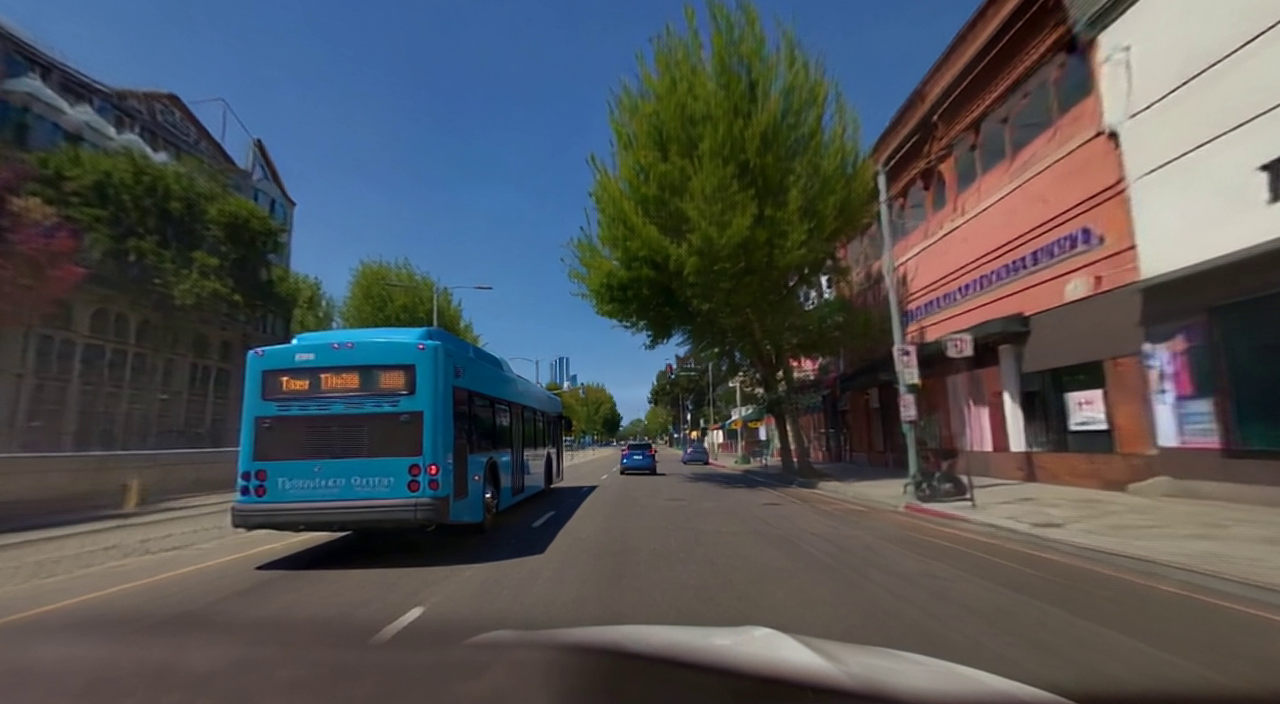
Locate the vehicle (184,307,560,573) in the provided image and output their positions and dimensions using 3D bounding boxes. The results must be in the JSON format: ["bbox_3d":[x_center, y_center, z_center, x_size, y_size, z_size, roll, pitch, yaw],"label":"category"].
[{"bbox_3d":[-3.472,1.418,11.269,2.920,2.884,8.588,1,-6,0],"label":"vehicle"}]

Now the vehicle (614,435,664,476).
[{"bbox_3d":[-0.020,4.664,28.622,2.120,1.727,3.917,0,-8,1],"label":"vehicle"}]

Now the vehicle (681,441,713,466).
[{"bbox_3d":[4.331,7.796,48.588,2.138,1.787,4.522,0,-8,2],"label":"vehicle"}]
